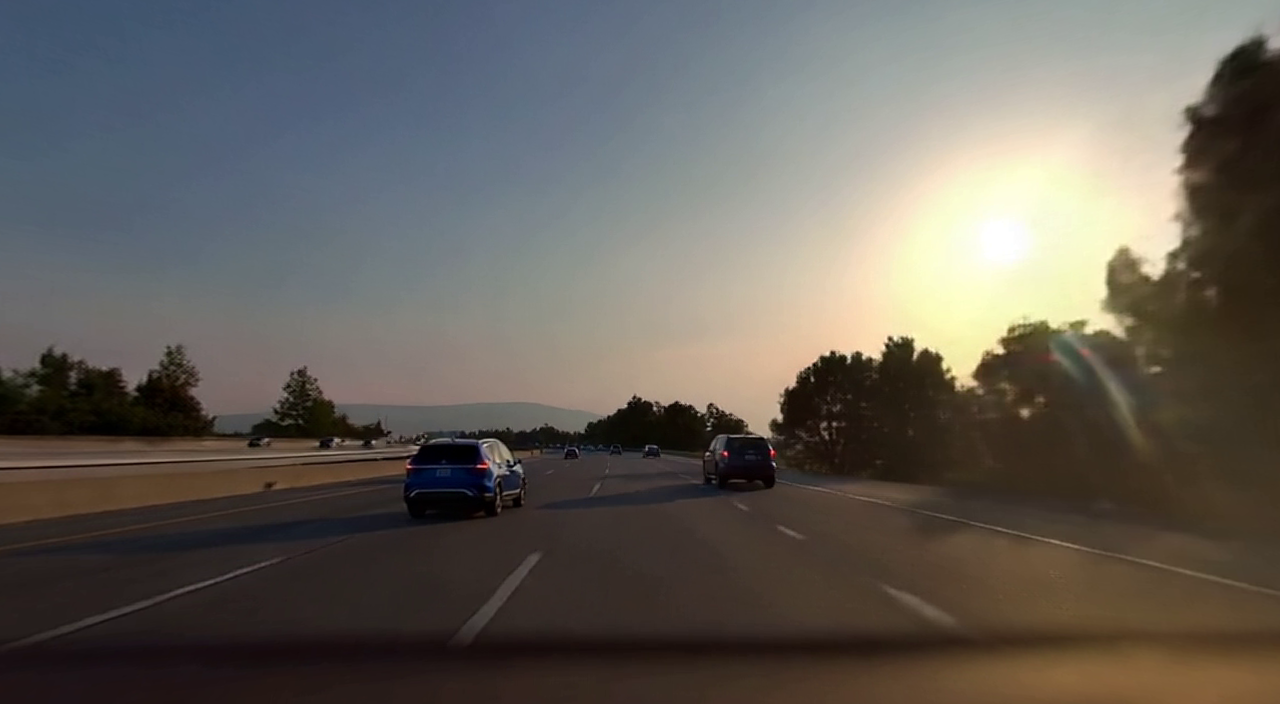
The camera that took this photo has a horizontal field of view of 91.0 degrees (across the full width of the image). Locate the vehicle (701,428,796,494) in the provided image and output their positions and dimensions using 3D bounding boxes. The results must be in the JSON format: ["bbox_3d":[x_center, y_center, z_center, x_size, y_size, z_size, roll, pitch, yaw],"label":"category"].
[{"bbox_3d":[3.341,3.481,20.384,2.153,1.860,4.689,0,-9,-1],"label":"vehicle"}]

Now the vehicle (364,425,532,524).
[{"bbox_3d":[-3.832,2.554,13.613,2.214,1.743,4.465,0,-9,0],"label":"vehicle"}]
